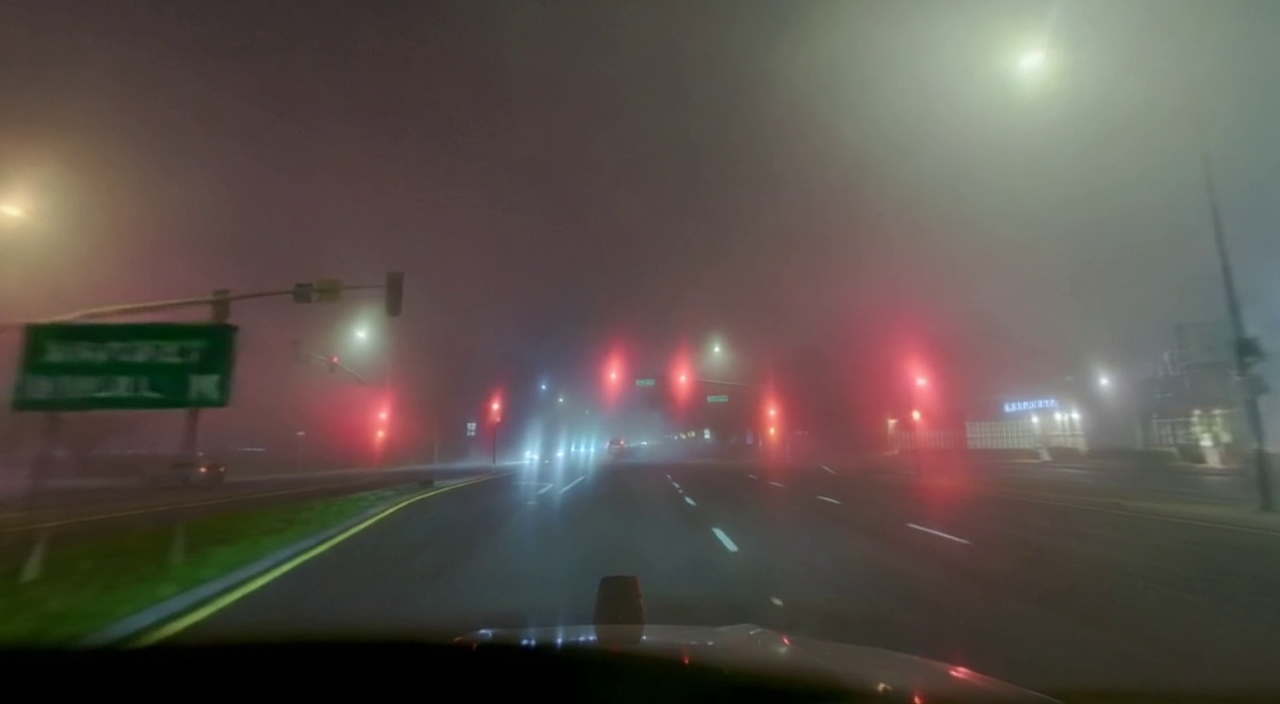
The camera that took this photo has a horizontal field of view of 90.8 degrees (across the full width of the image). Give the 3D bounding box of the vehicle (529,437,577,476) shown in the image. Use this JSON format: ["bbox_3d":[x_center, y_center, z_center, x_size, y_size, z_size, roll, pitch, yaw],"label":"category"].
[{"bbox_3d":[-4.050,4.767,29.105,1.990,1.639,3.885,1,-8,-9],"label":"vehicle"}]

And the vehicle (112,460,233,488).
[{"bbox_3d":[-25.129,6.559,34.092,4.854,1.406,2.060,0,-8,0],"label":"vehicle"}]
